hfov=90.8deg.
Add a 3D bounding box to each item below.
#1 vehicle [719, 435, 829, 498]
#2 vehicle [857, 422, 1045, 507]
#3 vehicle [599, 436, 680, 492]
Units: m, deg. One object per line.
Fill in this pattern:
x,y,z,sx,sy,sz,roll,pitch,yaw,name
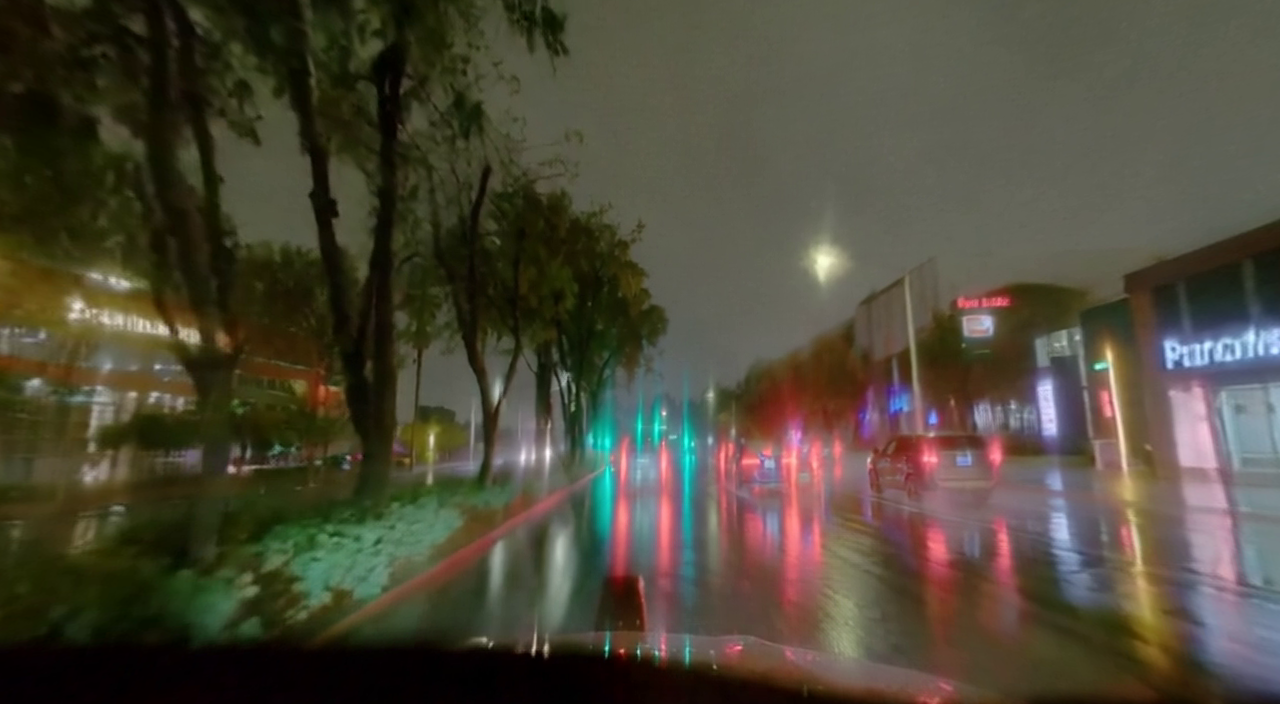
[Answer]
3.461,3.045,17.194,1.993,1.477,4.240,0,-8,-1,vehicle
7.226,2.671,15.433,2.052,1.708,4.842,0,-8,-1,vehicle
-0.037,3.237,18.585,2.101,1.444,4.248,0,-8,-1,vehicle
